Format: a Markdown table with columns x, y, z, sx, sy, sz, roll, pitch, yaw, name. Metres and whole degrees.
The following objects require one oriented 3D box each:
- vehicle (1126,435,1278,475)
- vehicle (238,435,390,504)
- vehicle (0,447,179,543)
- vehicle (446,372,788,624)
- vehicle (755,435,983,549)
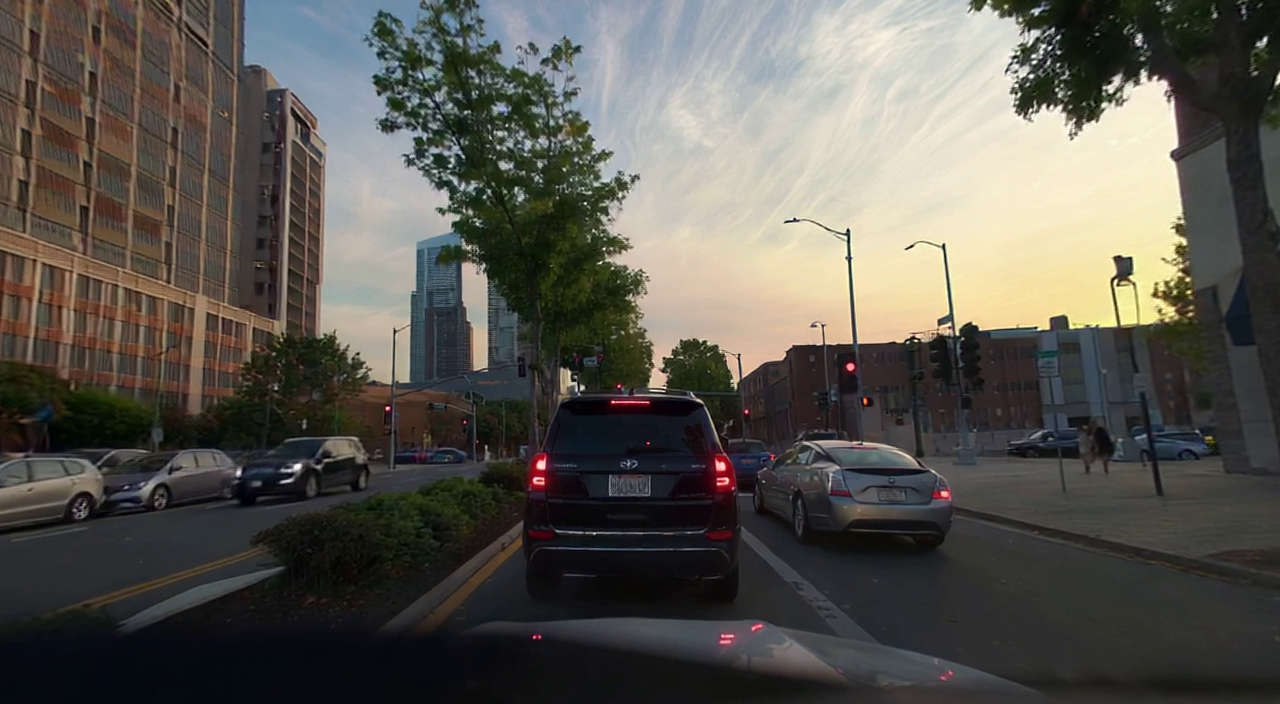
| x | y | z | sx | sy | sz | roll | pitch | yaw | name |
| --- | --- | --- | --- | --- | --- | --- | --- | --- | --- |
| 22.154 | 4.054 | 24.972 | 4.055 | 1.469 | 1.848 | -4 | -9 | 26 | vehicle |
| -9.135 | 3.301 | 18.126 | 2.054 | 1.722 | 4.292 | 0 | -8 | 0 | vehicle |
| -12.545 | 2.910 | 13.462 | 1.891 | 1.723 | 4.360 | 0 | -8 | 1 | vehicle |
| -0.158 | 1.363 | 6.760 | 2.453 | 1.816 | 4.300 | 0 | -8 | 0 | vehicle |
| 3.291 | 2.083 | 10.084 | 2.056 | 1.422 | 4.130 | 0 | -8 | -1 | vehicle |
